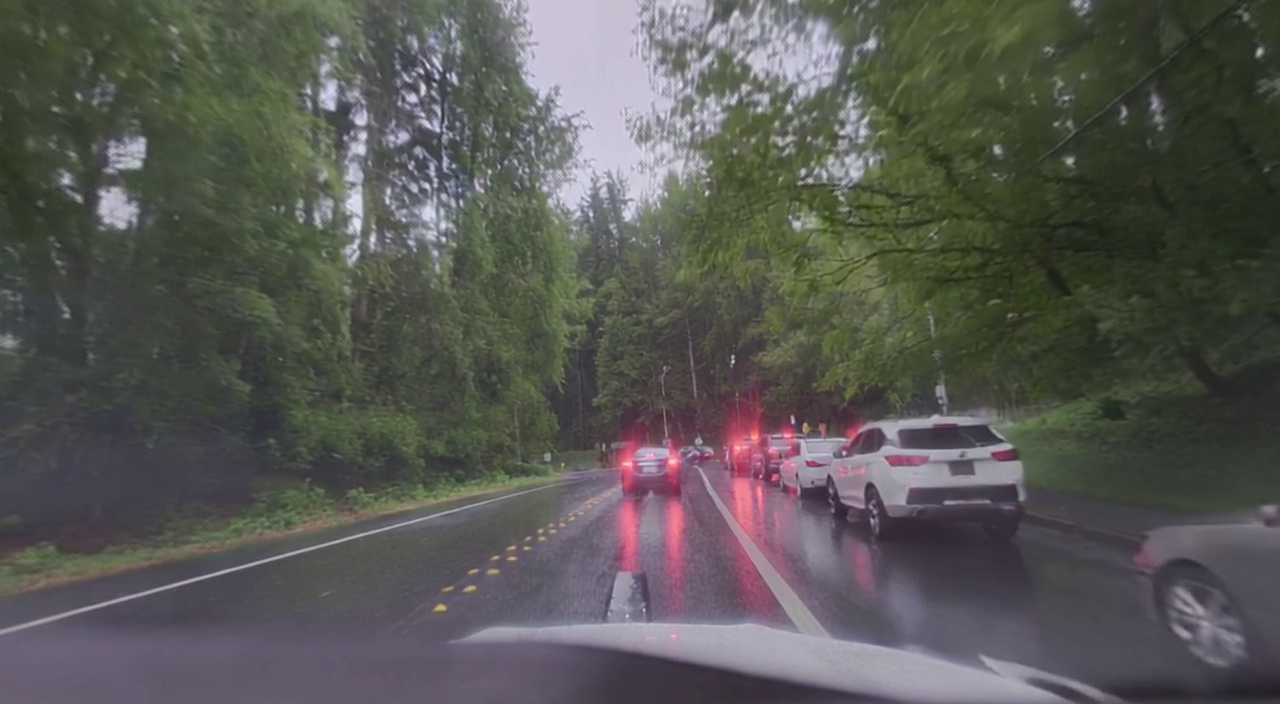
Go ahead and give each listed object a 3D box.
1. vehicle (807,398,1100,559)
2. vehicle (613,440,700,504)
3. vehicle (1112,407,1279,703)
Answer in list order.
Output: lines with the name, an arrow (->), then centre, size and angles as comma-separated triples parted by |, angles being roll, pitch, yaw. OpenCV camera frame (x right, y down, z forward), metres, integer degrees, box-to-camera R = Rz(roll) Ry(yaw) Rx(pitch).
vehicle -> 4.169, 1.765, 9.541 | 2.066, 1.804, 4.751 | 0, -8, 2
vehicle -> 0.475, 3.175, 17.237 | 2.078, 1.521, 4.058 | 0, -8, 2
vehicle -> 4.051, 0.810, 1.657 | 1.992, 1.469, 4.823 | 0, -8, 2
